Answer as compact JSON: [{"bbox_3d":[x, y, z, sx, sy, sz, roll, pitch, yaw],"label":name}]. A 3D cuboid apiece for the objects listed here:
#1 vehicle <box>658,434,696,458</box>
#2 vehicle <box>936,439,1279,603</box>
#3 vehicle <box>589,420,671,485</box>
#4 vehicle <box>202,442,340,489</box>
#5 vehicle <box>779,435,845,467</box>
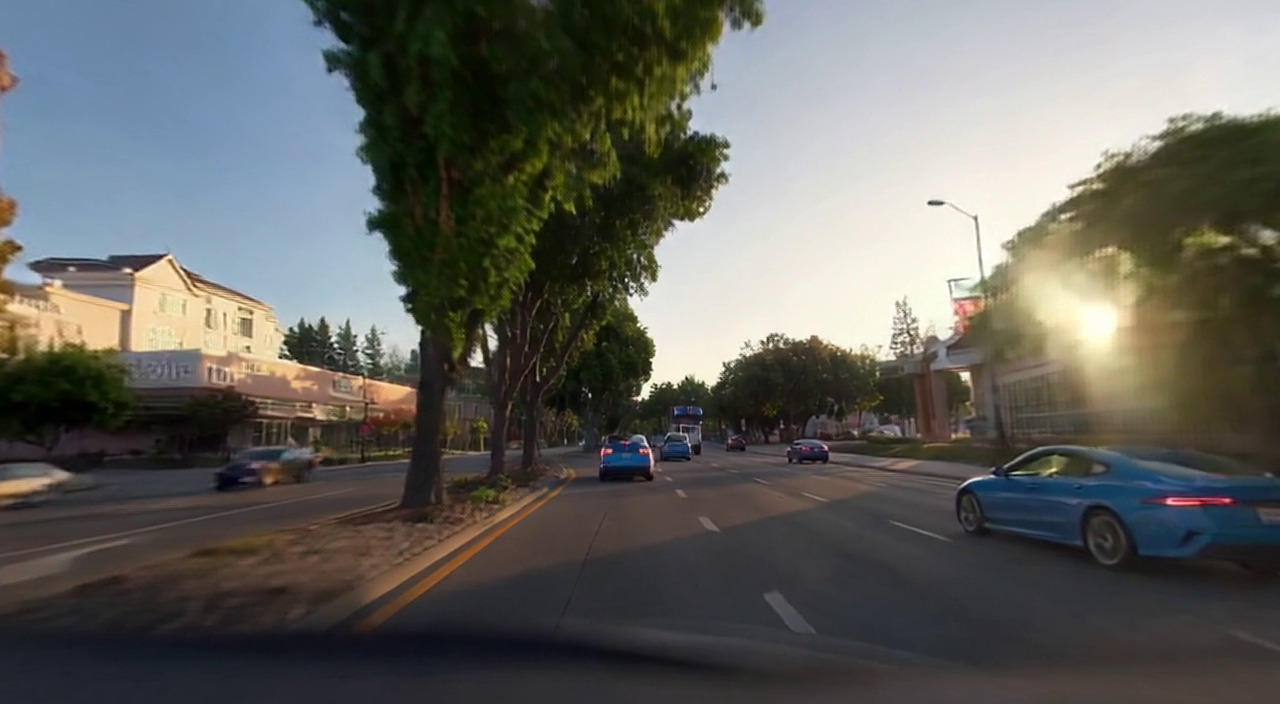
[{"bbox_3d":[2.346,6.143,41.349,2.078,1.471,4.142,0,-9,-2],"label":"vehicle"},{"bbox_3d":[5.663,1.687,7.302,2.258,1.294,4.312,0,-9,-2],"label":"vehicle"},{"bbox_3d":[-0.334,3.089,19.540,2.266,1.762,4.131,0,-9,-1],"label":"vehicle"},{"bbox_3d":[-13.275,4.096,23.178,2.217,1.519,4.724,0,-9,0],"label":"vehicle"},{"bbox_3d":[8.727,5.056,32.416,2.045,1.484,4.342,0,-9,-2],"label":"vehicle"}]
